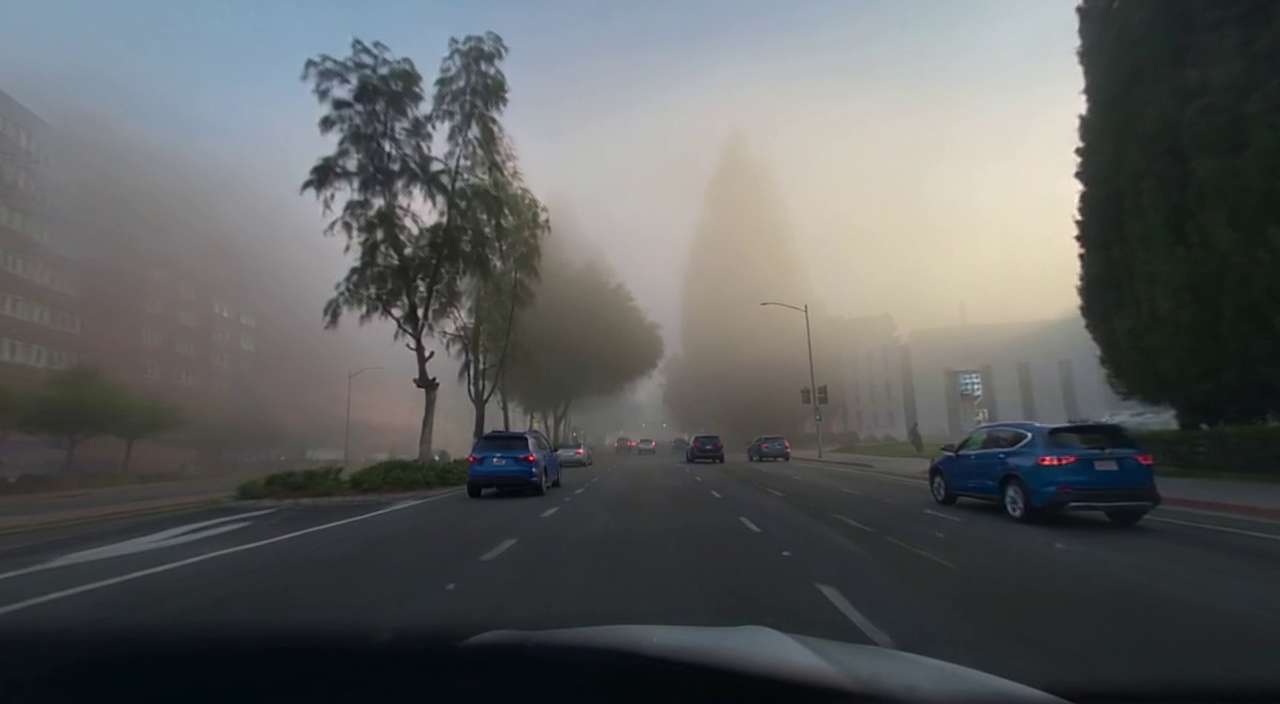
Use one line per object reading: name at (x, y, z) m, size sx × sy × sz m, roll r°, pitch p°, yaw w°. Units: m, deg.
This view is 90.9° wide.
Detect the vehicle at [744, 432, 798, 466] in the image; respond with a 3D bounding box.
vehicle at (7.431, 5.537, 36.139) m, size 2.076 × 1.793 × 4.464 m, roll 0°, pitch -9°, yaw -1°

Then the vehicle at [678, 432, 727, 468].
vehicle at (3.360, 5.414, 34.889) m, size 2.178 × 1.804 × 4.766 m, roll 0°, pitch -9°, yaw 0°

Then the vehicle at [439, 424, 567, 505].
vehicle at (-3.189, 2.736, 15.708) m, size 2.141 × 1.719 × 4.379 m, roll 0°, pitch -9°, yaw 1°

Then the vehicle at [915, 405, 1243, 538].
vehicle at (6.536, 1.846, 10.269) m, size 2.088 × 1.666 × 4.512 m, roll 0°, pitch -9°, yaw 0°
